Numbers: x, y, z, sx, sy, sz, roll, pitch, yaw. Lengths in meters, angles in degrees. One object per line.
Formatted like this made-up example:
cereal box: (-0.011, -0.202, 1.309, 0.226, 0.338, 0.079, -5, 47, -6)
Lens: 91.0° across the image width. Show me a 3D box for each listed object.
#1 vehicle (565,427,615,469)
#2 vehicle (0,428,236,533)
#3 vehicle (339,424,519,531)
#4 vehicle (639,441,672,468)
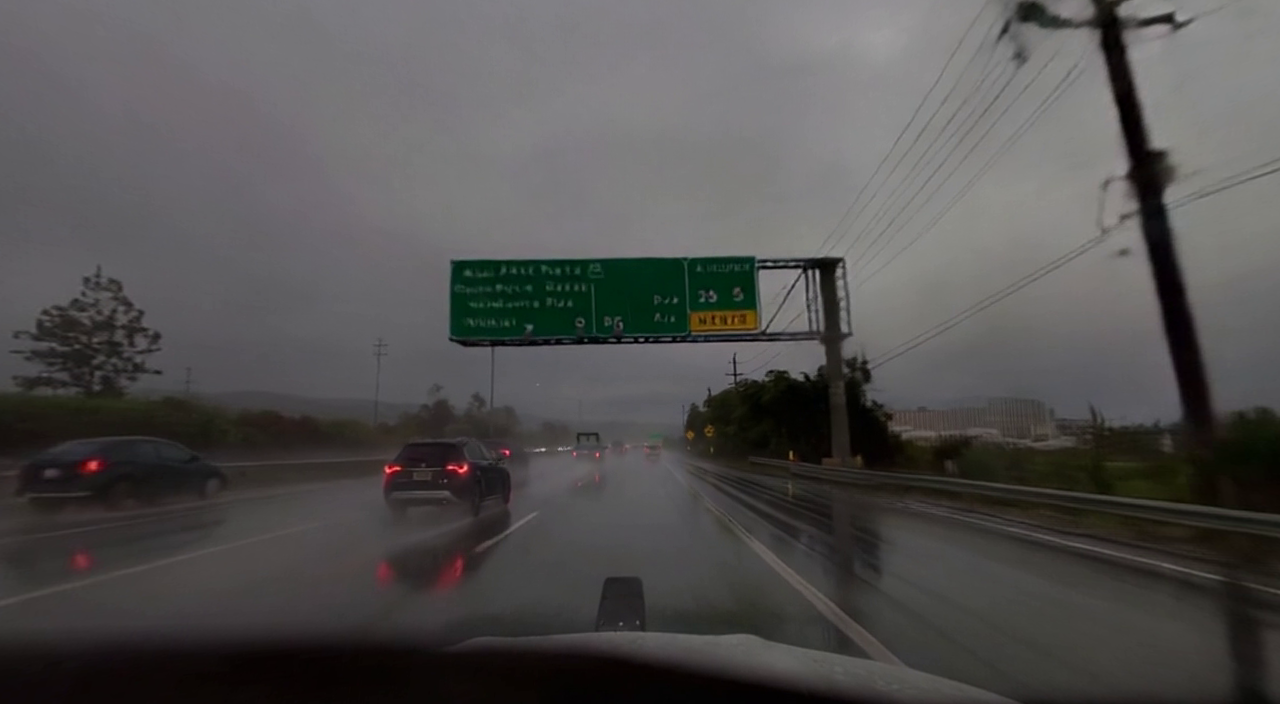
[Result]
vehicle: (-3.684, 7.409, 48.579, 2.915, 2.885, 9.394, 0, -9, 1)
vehicle: (-11.008, 2.499, 12.933, 2.097, 1.722, 4.981, 0, -9, 0)
vehicle: (-3.765, 2.318, 12.158, 1.976, 1.688, 4.124, 0, -9, 1)
vehicle: (1.021, 6.761, 41.644, 2.038, 1.677, 4.219, 0, -9, 2)
